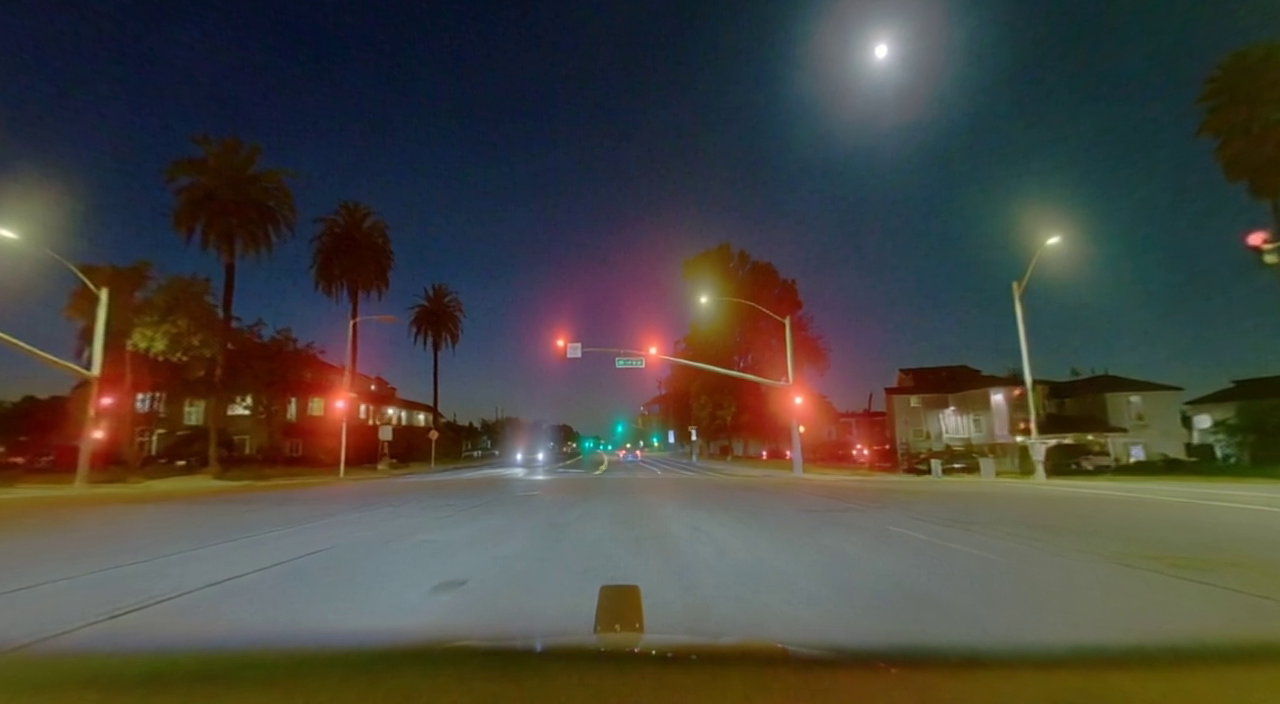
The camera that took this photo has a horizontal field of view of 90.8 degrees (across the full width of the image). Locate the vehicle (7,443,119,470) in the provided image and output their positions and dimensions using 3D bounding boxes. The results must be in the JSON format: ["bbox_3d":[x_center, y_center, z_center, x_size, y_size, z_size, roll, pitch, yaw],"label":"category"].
[{"bbox_3d":[-35.453,6.398,39.013,4.887,1.546,1.807,7,-11,-40],"label":"vehicle"}]

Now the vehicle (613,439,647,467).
[{"bbox_3d":[-0.780,7.053,44.516,2.248,1.833,4.798,0,-8,-3],"label":"vehicle"}]

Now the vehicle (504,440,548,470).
[{"bbox_3d":[-6.809,6.172,38.016,1.983,1.684,3.938,0,-8,-1],"label":"vehicle"}]
